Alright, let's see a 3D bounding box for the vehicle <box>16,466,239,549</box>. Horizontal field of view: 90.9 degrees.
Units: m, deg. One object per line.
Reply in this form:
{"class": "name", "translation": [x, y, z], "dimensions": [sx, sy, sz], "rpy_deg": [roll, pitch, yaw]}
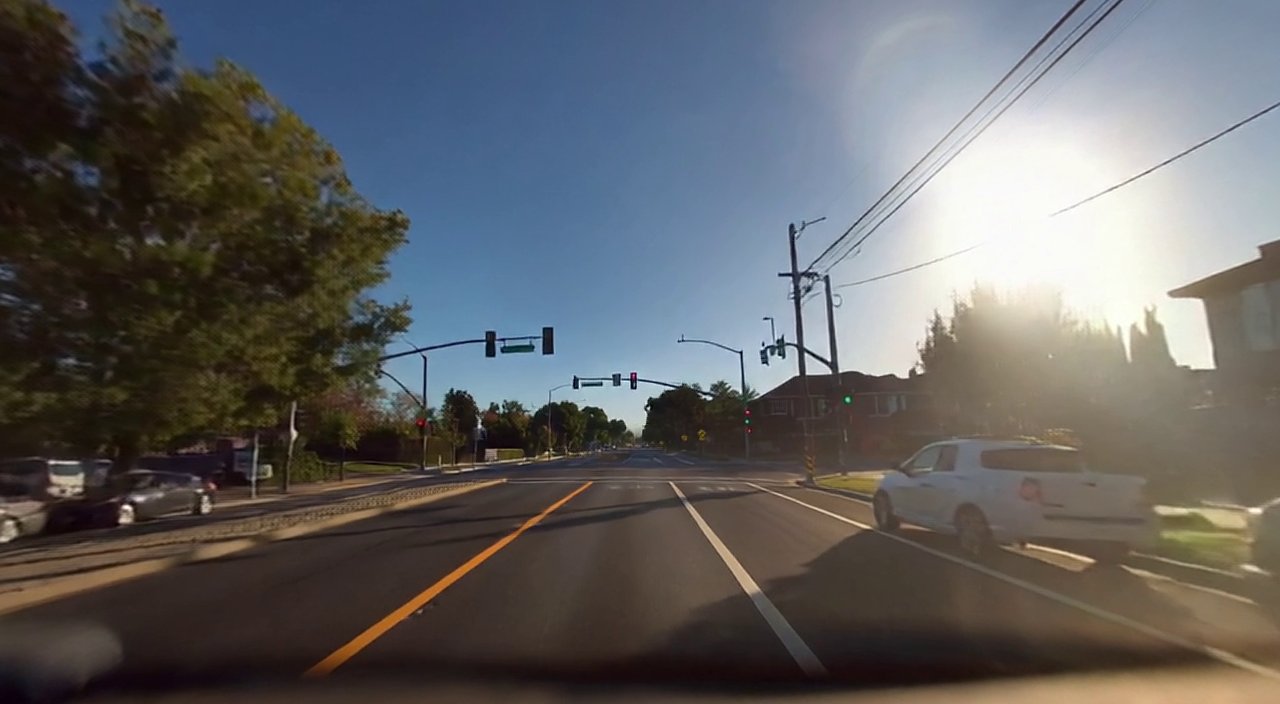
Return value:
{"class": "vehicle", "translation": [-12.504, 3.774, 15.882], "dimensions": [1.851, 1.472, 4.532], "rpy_deg": [-2, -7, 0]}

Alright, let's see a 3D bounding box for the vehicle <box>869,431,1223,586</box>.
{"class": "vehicle", "translation": [4.862, 1.888, 8.538], "dimensions": [1.915, 1.521, 4.375], "rpy_deg": [0, -8, 1]}

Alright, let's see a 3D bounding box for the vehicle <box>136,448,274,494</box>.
{"class": "vehicle", "translation": [-20.766, 5.689, 30.279], "dimensions": [5.039, 2.037, 2.093], "rpy_deg": [-1, -8, 1]}
